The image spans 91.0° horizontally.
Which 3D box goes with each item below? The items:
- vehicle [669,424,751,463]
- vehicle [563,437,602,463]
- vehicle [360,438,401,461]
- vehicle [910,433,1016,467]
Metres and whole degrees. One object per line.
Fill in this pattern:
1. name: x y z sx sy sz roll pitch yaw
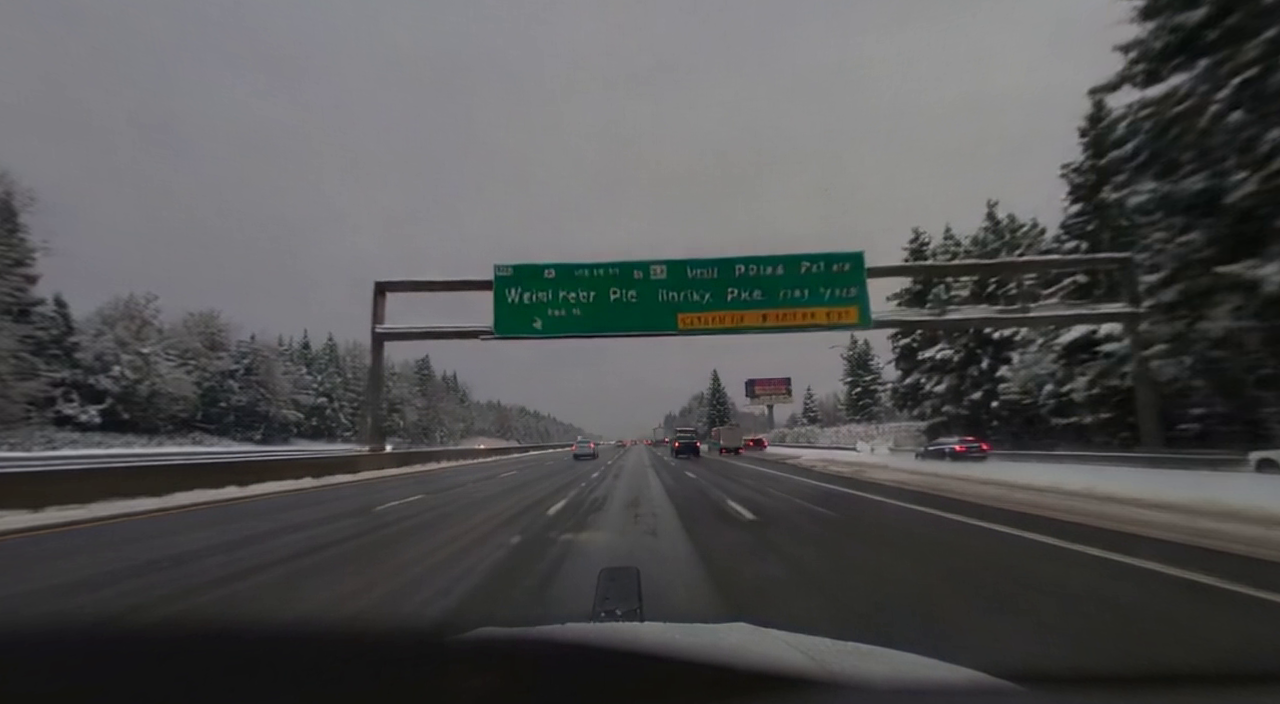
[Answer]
1. vehicle: 3.927 5.727 39.241 3.042 2.004 14.051 0 -8 -2
2. vehicle: -3.609 6.229 40.085 2.066 1.500 4.415 0 -8 0
3. vehicle: -17.457 6.544 42.491 1.470 1.364 3.324 -2 -7 -1
4. vehicle: 19.025 5.795 37.472 2.261 1.824 5.678 2 -9 -15
